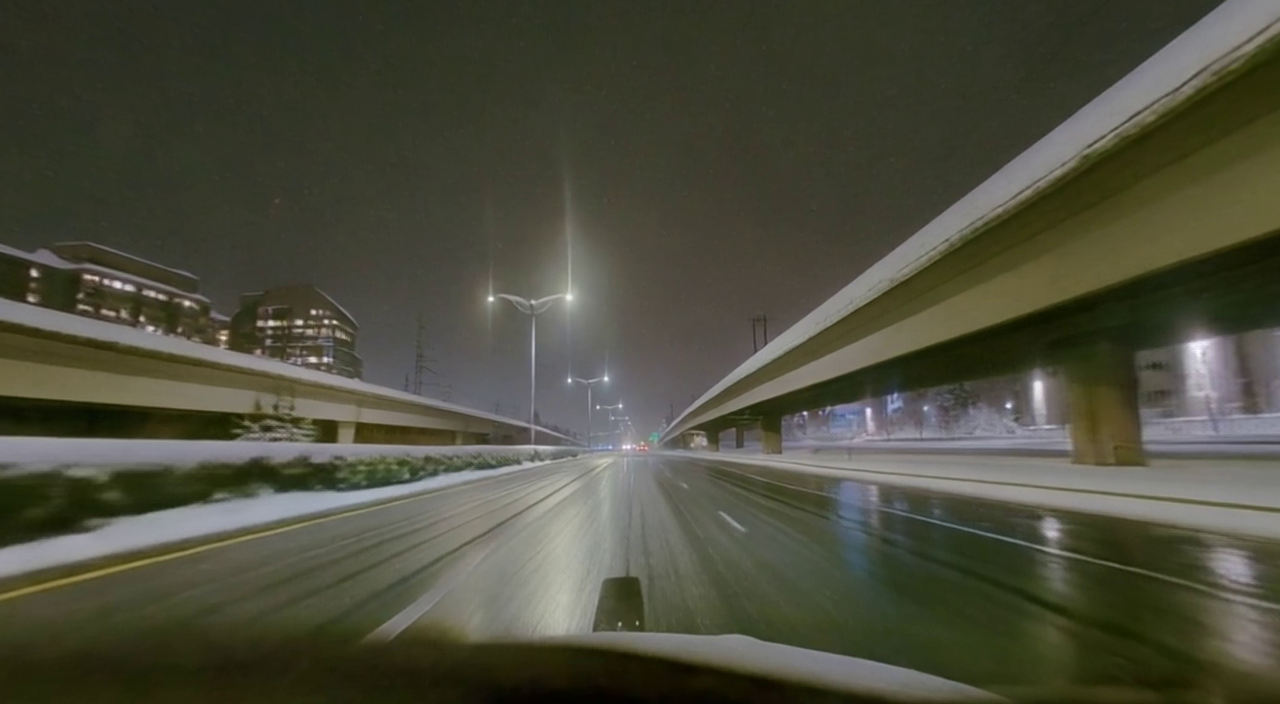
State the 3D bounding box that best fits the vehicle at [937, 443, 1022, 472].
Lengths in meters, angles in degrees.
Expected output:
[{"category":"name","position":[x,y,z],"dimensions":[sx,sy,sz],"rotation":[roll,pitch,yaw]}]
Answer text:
[{"category":"vehicle","position":[18.389,5.700,34.482],"dimensions":[2.059,1.457,4.537],"rotation":[0,-8,-1]}]
